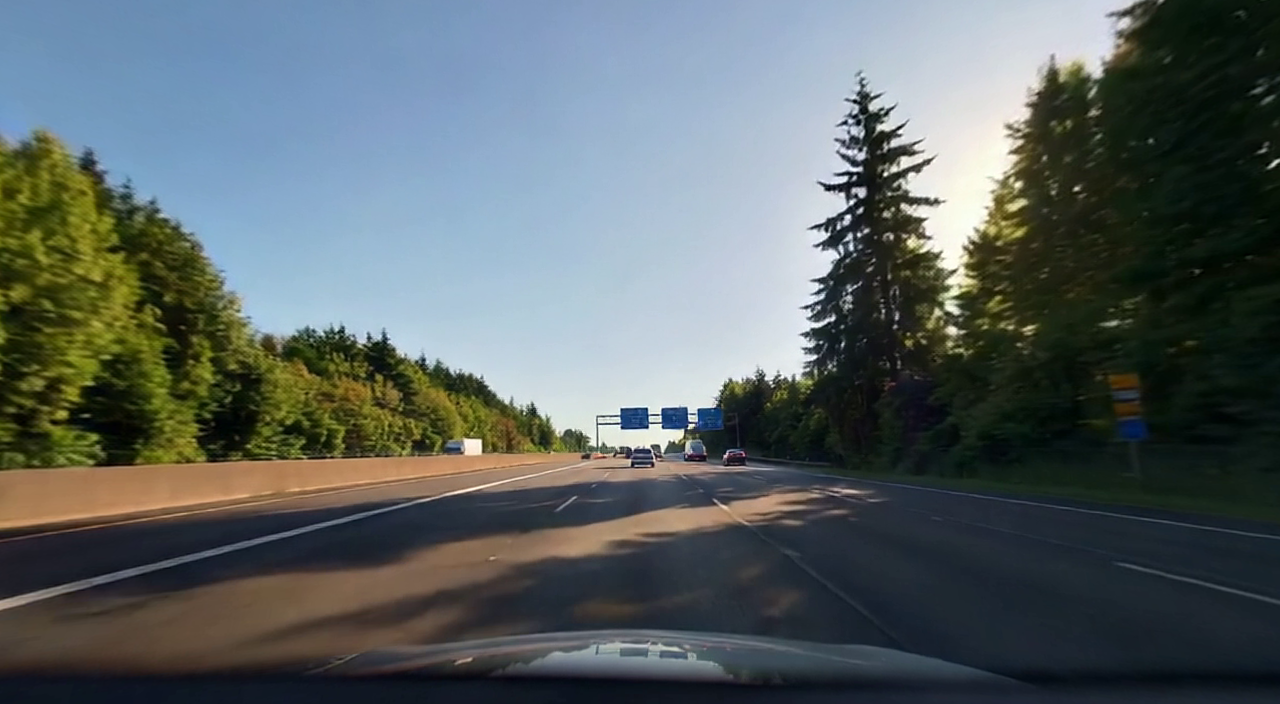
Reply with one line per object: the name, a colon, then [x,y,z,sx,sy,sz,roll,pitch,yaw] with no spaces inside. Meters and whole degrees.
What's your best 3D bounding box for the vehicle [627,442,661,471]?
vehicle: [0.278,7.035,42.507,2.167,1.847,4.097,0,-9,0]
